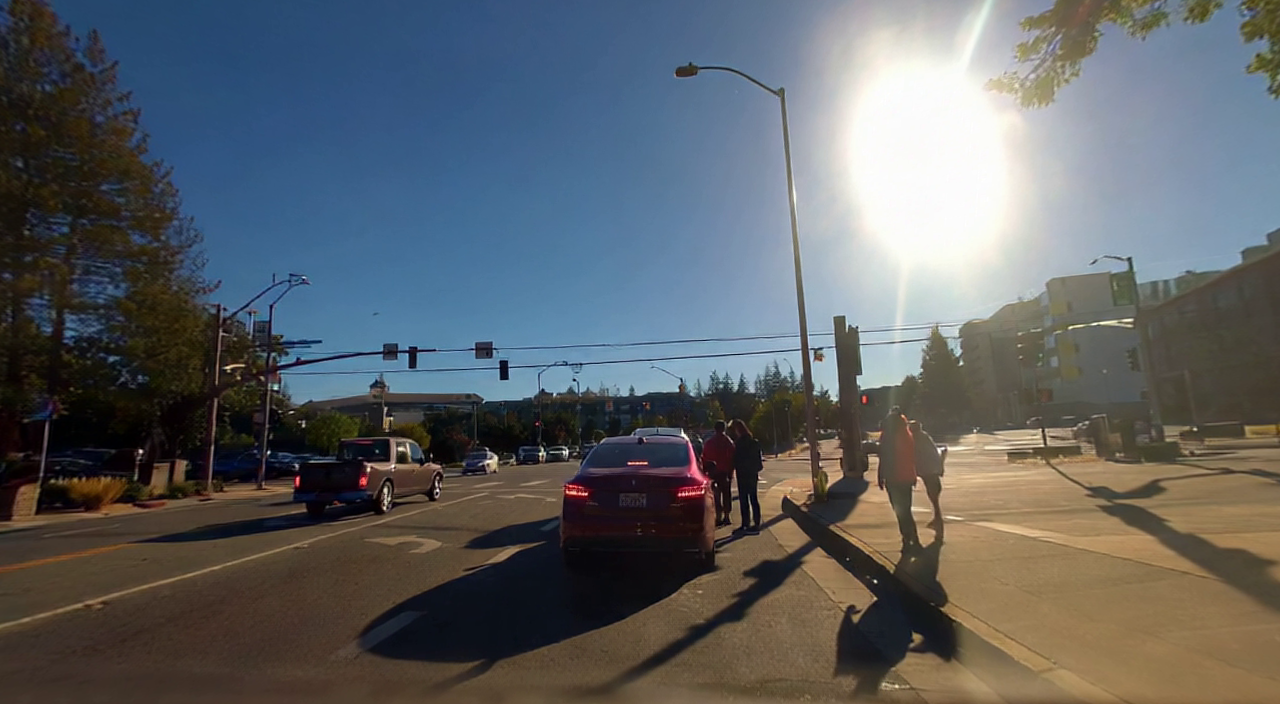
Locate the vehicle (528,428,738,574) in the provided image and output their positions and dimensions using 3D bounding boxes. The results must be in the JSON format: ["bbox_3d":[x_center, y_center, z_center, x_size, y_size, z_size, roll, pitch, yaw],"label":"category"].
[{"bbox_3d":[-0.052,1.868,8.675,2.182,1.501,4.150,0,-9,1],"label":"vehicle"}]

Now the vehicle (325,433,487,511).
[{"bbox_3d":[-6.164,3.218,17.426,2.230,1.811,5.183,-1,-9,3],"label":"vehicle"}]

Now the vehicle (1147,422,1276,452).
[{"bbox_3d":[30.546,4.606,33.788,4.739,1.472,1.804,-5,-10,30],"label":"vehicle"}]

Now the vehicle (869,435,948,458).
[{"bbox_3d":[17.559,6.206,41.104,4.441,1.452,1.798,-5,-10,30],"label":"vehicle"}]

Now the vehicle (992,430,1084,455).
[{"bbox_3d":[23.813,5.444,37.743,4.454,1.440,1.816,-5,-10,30],"label":"vehicle"}]

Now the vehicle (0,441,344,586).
[{"bbox_3d":[-6.339,2.070,8.972,1.948,1.530,4.283,0,-9,3],"label":"vehicle"}]
